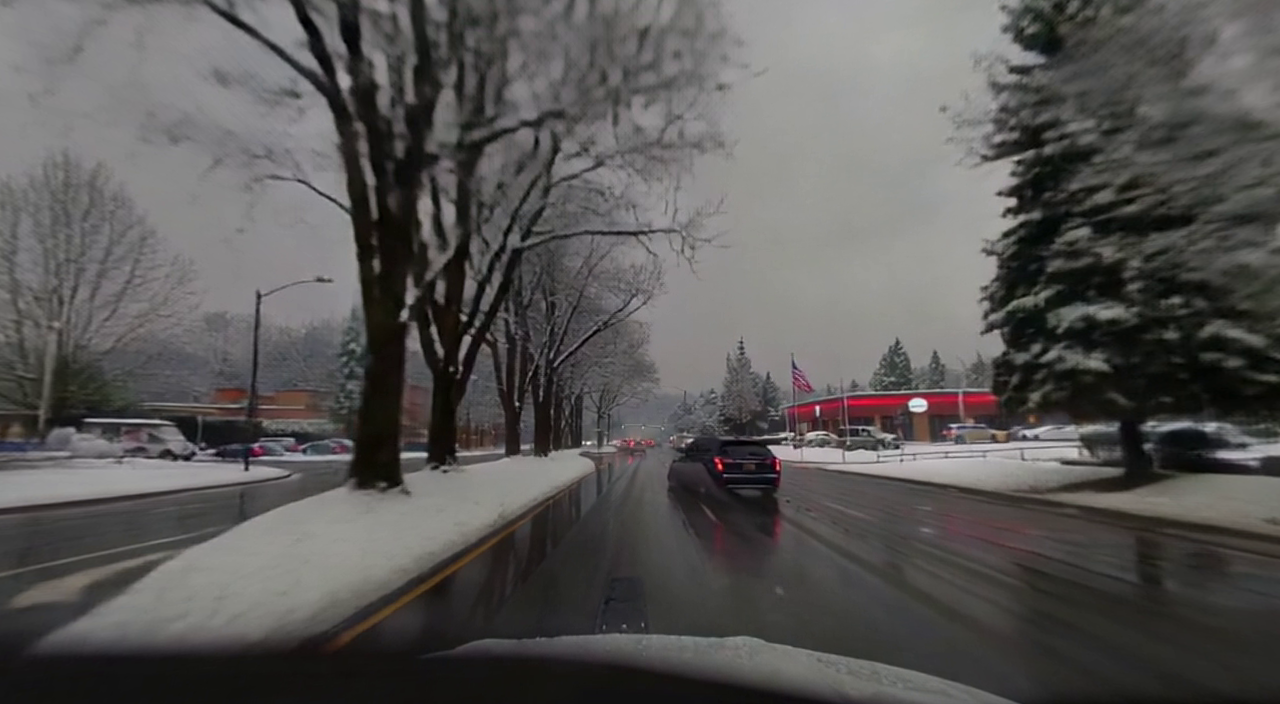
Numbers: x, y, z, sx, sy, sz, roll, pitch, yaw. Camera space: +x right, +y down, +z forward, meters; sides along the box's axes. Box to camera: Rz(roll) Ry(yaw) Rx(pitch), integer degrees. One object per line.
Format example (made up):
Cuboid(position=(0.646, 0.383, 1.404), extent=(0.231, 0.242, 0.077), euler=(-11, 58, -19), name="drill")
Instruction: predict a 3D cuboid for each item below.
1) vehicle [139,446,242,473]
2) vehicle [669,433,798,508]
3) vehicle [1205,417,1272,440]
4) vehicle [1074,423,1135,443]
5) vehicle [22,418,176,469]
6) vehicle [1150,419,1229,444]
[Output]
Cuboid(position=(-23.461, 5.589, 32.976), extent=(4.077, 1.342, 1.813), euler=(-1, -8, 4), name="vehicle")
Cuboid(position=(1.971, 2.702, 14.896), extent=(2.091, 1.472, 4.697), euler=(0, -8, -3), name="vehicle")
Cuboid(position=(41.909, 5.397, 44.212), extent=(1.798, 1.447, 3.784), euler=(-3, -9, 17), name="vehicle")
Cuboid(position=(34.219, 6.028, 46.558), extent=(1.882, 1.392, 4.562), euler=(-2, -8, 12), name="vehicle")
Cuboid(position=(-35.201, 5.994, 41.249), extent=(7.010, 3.172, 3.077), euler=(0, -8, -1), name="vehicle")
Cuboid(position=(34.967, 5.129, 40.254), extent=(1.842, 1.473, 4.620), euler=(-2, -8, 15), name="vehicle")
